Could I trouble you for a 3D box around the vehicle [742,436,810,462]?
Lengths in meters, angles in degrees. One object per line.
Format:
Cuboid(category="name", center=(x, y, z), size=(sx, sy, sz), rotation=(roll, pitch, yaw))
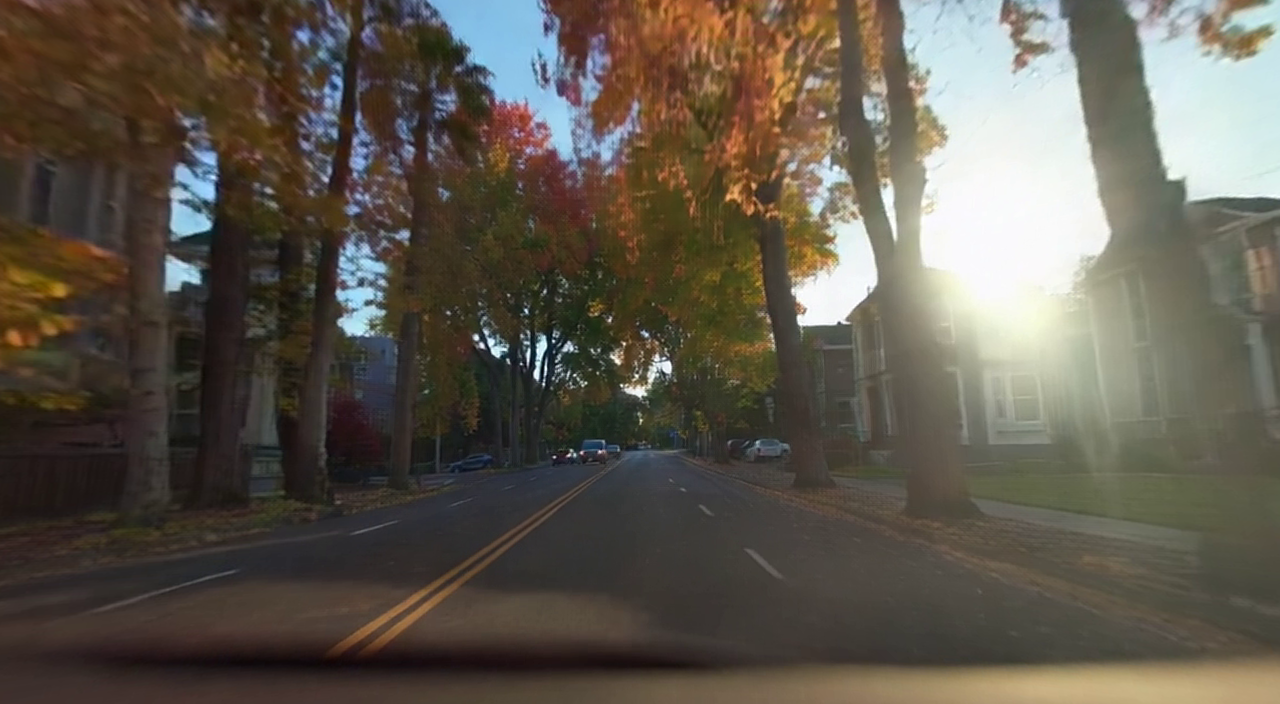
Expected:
Cuboid(category="vehicle", center=(9.568, 6.856, 44.693), size=(4.385, 1.612, 2.070), rotation=(-3, -9, 5))
